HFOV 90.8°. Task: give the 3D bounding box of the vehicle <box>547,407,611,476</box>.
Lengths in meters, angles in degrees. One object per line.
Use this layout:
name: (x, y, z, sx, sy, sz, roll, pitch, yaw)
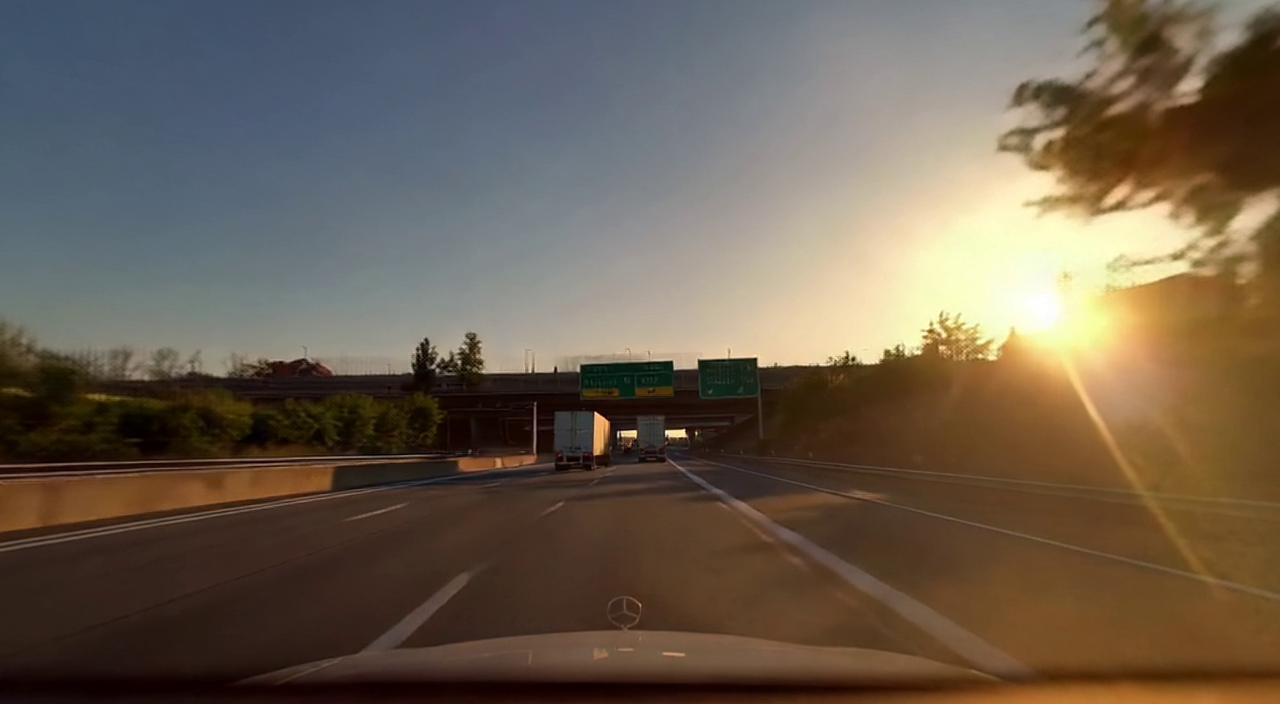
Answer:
vehicle: (-3.079, 4.836, 33.783, 2.696, 3.266, 7.062, 0, -9, 0)
